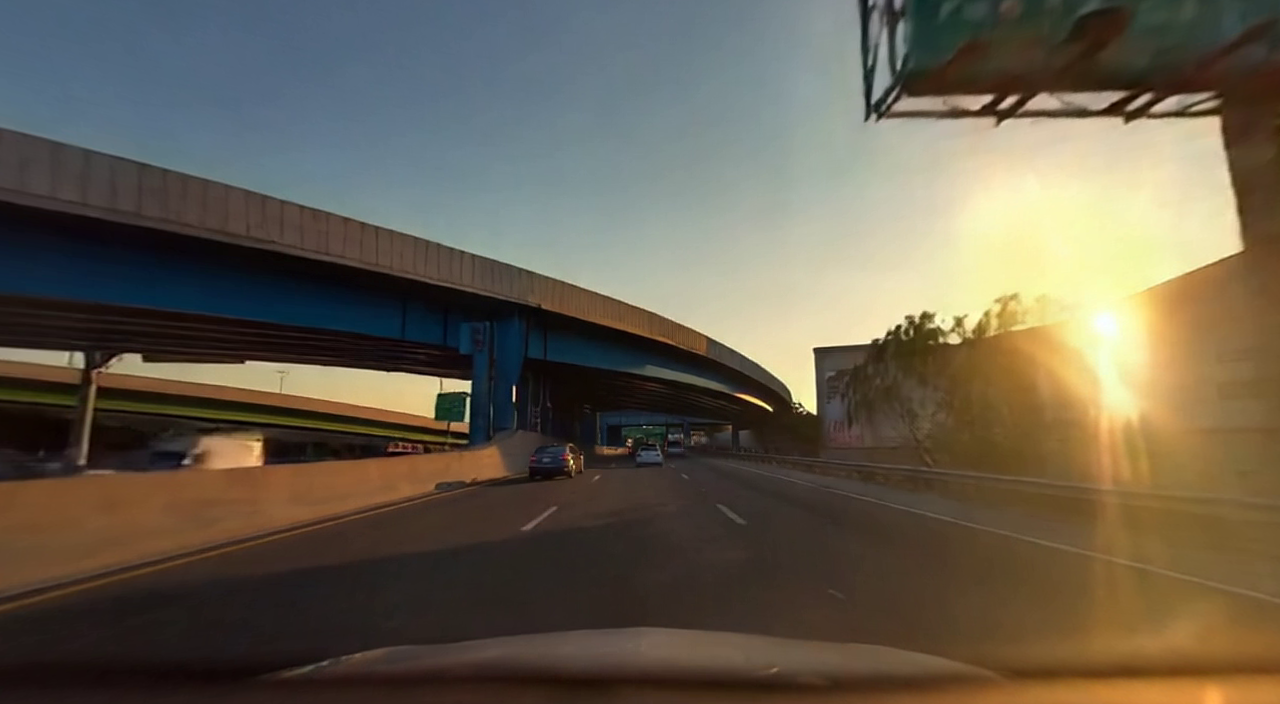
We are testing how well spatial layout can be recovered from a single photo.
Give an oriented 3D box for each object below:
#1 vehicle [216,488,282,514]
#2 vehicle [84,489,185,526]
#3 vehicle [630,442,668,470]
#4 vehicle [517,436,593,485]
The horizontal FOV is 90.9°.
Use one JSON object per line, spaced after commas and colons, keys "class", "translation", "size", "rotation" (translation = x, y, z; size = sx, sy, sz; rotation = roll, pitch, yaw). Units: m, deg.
{"class": "vehicle", "translation": [-27.670, 10.550, 44.753], "size": [2.065, 1.542, 3.937], "rotation": [-1, -9, 2]}
{"class": "vehicle", "translation": [-31.763, 9.769, 39.877], "size": [2.418, 1.805, 4.794], "rotation": [0, -8, 0]}
{"class": "vehicle", "translation": [0.428, 5.474, 33.375], "size": [1.877, 1.386, 3.872], "rotation": [0, -8, 0]}
{"class": "vehicle", "translation": [-2.976, 3.905, 22.986], "size": [2.064, 1.589, 4.213], "rotation": [0, -8, 1]}
